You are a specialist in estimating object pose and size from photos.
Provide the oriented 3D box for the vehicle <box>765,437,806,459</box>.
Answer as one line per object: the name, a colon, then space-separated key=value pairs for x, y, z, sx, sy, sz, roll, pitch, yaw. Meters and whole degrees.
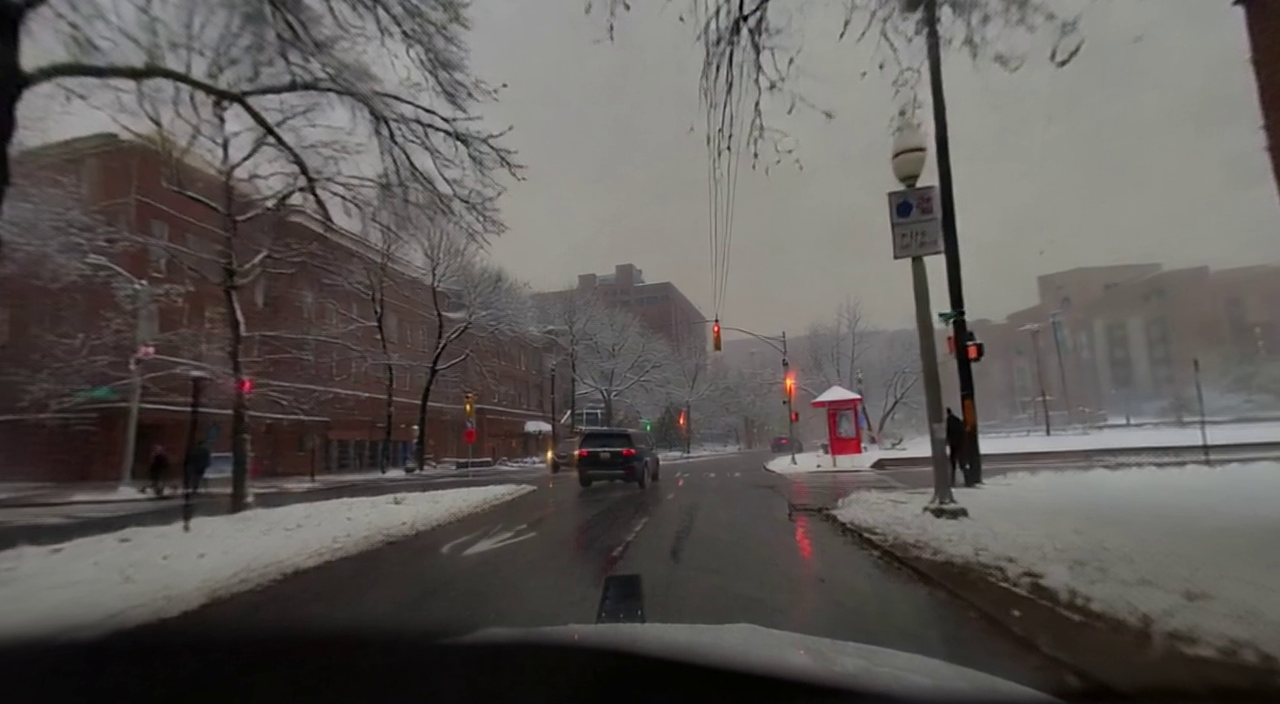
vehicle: x=10.246 y=6.705 z=44.258 sx=2.006 sy=1.470 sz=4.099 roll=-4 pitch=-9 yaw=25

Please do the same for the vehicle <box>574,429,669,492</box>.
vehicle: x=-0.423 y=3.311 z=19.632 sx=2.101 sy=1.721 sz=4.364 roll=-1 pitch=-9 yaw=10

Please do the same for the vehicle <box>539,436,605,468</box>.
vehicle: x=-3.788 y=5.678 z=36.064 sx=2.017 sy=1.684 sz=4.483 roll=-3 pitch=-9 yaw=19
